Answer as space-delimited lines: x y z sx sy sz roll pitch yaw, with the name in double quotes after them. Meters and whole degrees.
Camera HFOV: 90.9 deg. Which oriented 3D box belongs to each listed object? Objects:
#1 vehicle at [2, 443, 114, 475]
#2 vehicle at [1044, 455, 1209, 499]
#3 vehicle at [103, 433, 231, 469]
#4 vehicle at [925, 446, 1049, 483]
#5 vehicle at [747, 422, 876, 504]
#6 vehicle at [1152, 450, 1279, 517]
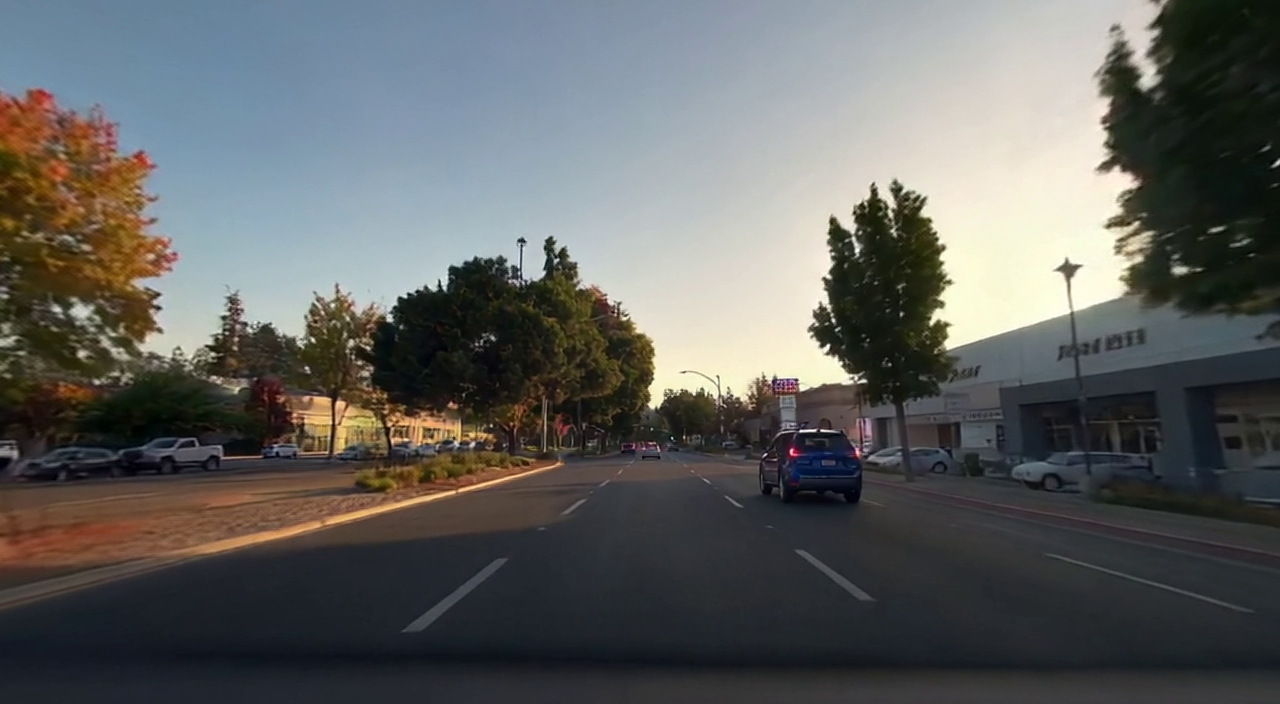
-31.114 5.713 33.869 1.886 1.606 4.230 0 -8 1 "vehicle"
17.731 4.557 23.135 4.370 1.488 1.970 0 -8 -1 "vehicle"
-28.268 5.960 38.098 2.344 1.946 6.771 -1 -8 2 "vehicle"
17.790 5.759 32.552 5.012 1.813 2.291 0 -8 -1 "vehicle"
4.106 2.735 15.971 2.024 1.773 4.431 0 -8 0 "vehicle"
17.646 3.666 17.820 4.433 1.729 2.033 -1 -8 3 "vehicle"
